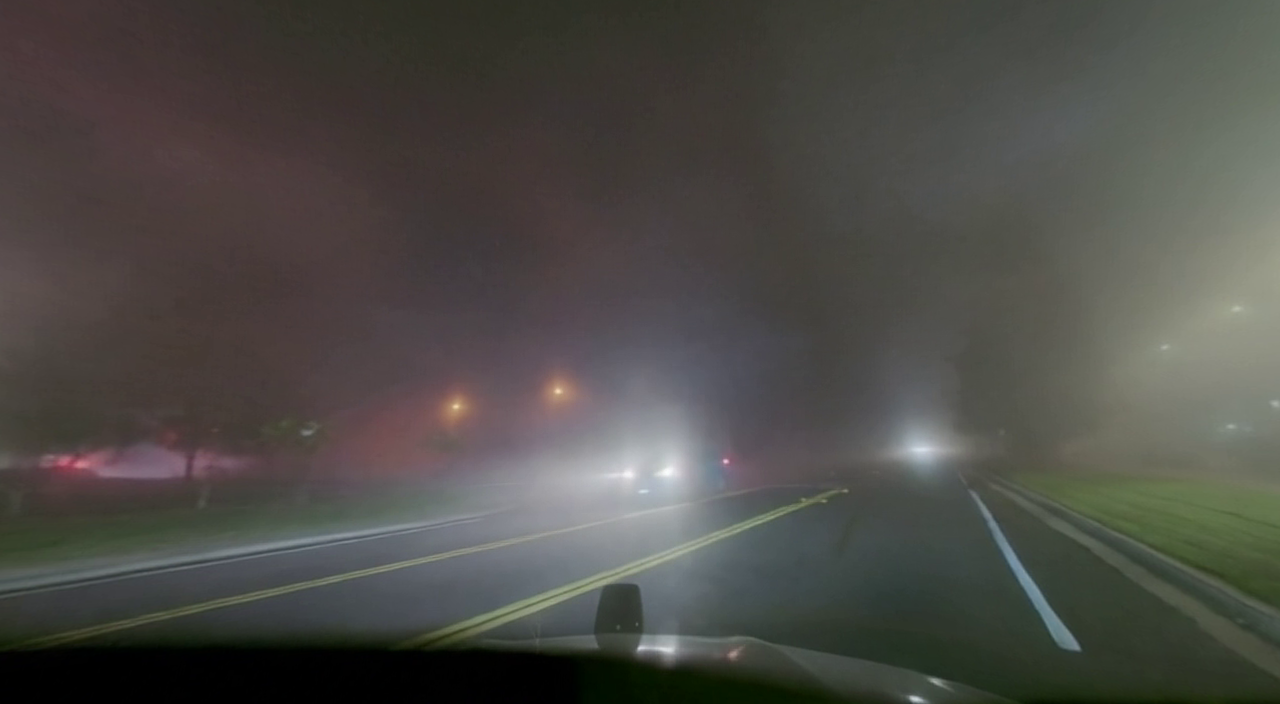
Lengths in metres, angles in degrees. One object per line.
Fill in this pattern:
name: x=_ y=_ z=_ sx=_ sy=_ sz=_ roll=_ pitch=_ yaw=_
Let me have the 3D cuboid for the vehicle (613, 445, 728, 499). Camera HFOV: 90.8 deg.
vehicle: x=1.082 y=3.656 z=19.775 sx=1.926 sy=1.465 sz=4.433 roll=-4 pitch=-9 yaw=26
